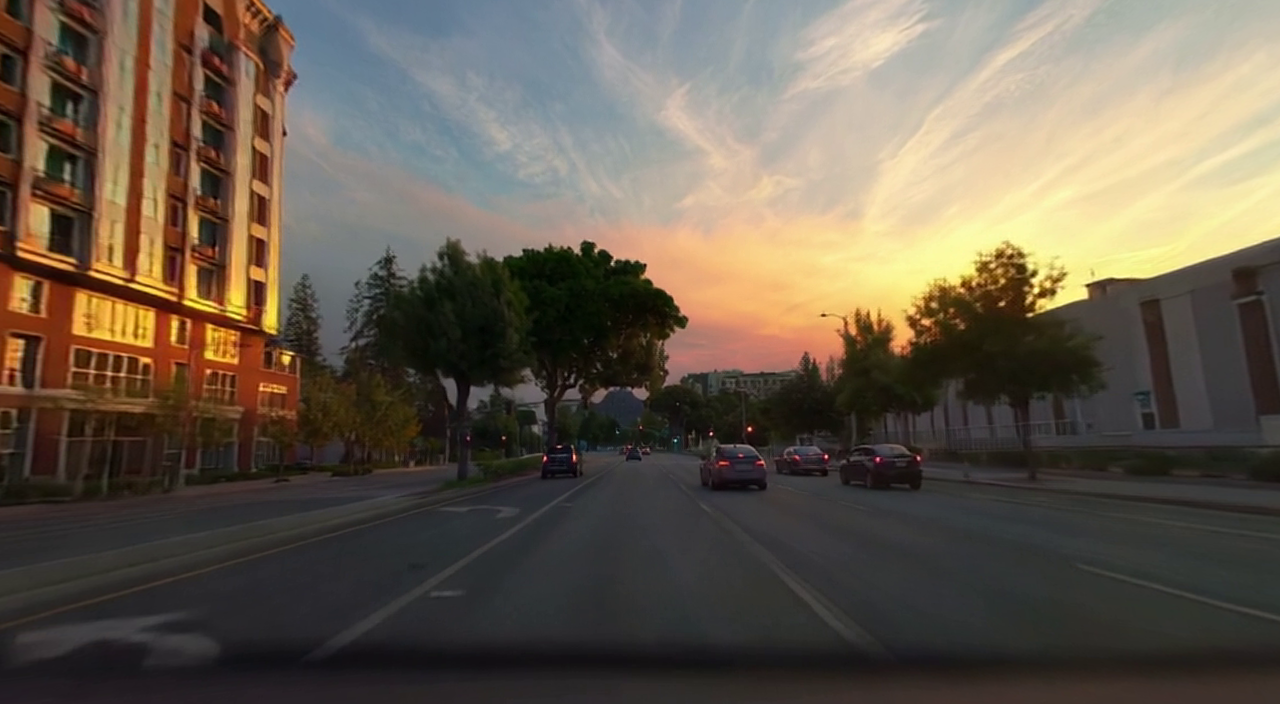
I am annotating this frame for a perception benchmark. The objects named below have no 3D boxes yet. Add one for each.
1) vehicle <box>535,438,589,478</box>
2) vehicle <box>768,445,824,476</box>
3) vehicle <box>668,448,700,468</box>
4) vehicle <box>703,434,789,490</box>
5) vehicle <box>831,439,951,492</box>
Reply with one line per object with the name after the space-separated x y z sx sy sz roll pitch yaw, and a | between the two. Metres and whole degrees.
-3.770 5.228 31.350 2.155 1.797 3.989 -1 -9 0 | vehicle
8.161 5.701 33.472 1.884 1.478 4.164 0 -9 0 | vehicle
3.388 8.285 49.758 2.054 1.473 4.511 0 -9 -1 | vehicle
3.611 3.852 22.475 2.152 1.742 4.704 0 -9 -1 | vehicle
8.030 3.674 20.761 1.944 1.503 4.723 0 -9 0 | vehicle
